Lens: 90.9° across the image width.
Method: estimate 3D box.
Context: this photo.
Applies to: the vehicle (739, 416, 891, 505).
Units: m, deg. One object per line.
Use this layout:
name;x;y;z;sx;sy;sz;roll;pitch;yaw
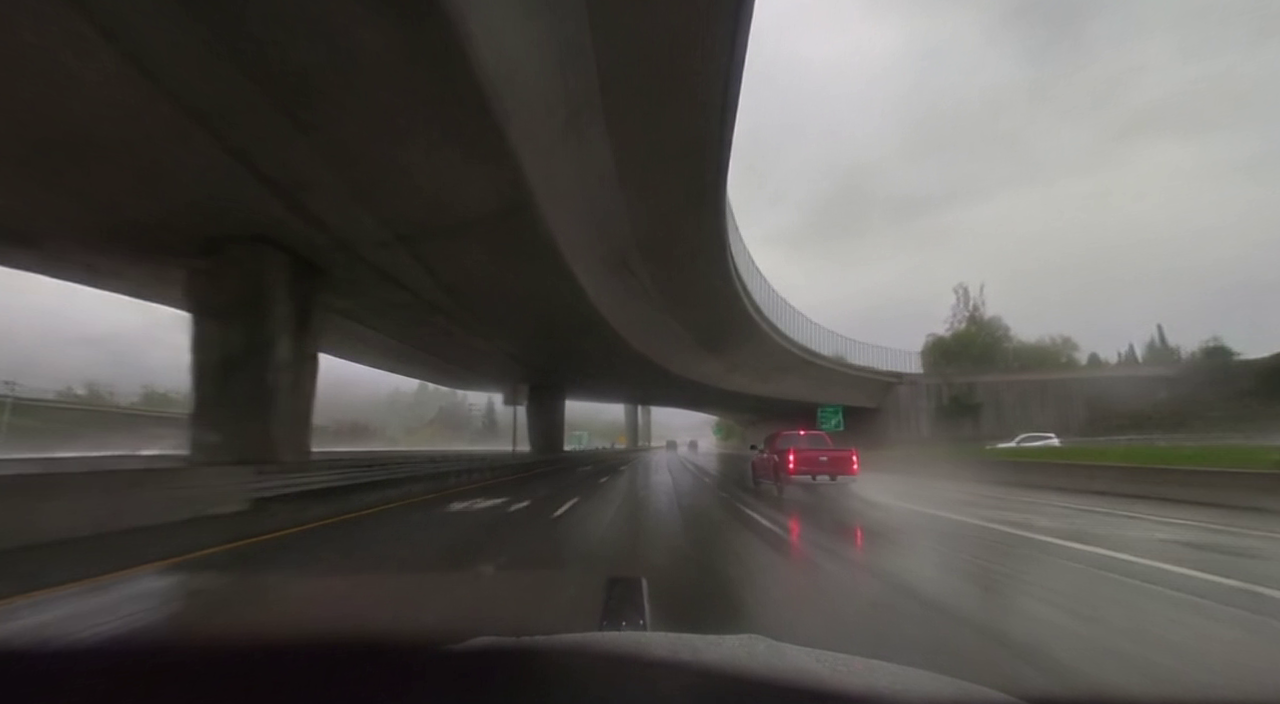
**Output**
vehicle;4.468;2.915;17.351;2.505;2.020;5.532;0;-8;-1
